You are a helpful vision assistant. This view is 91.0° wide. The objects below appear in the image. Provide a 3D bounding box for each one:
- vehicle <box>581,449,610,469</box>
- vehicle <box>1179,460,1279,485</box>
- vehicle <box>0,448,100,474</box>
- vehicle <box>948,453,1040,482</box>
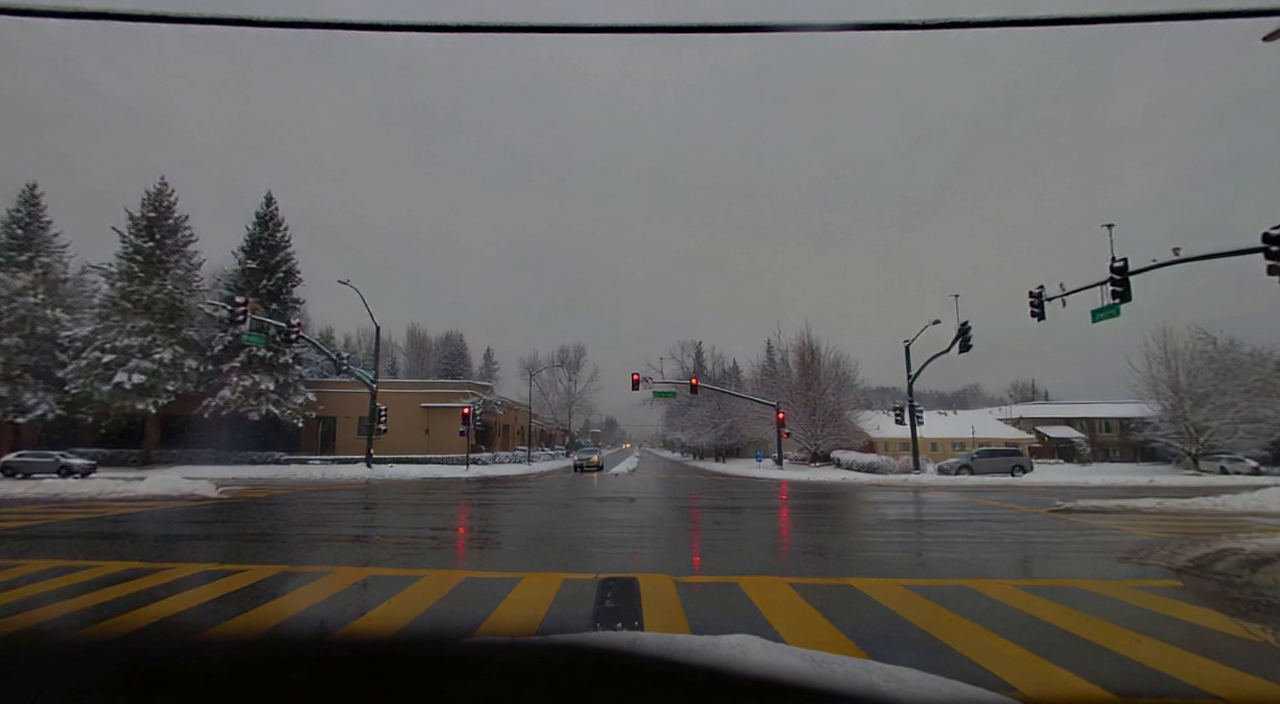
[{"bbox_3d":[-3.459,8.354,49.205,1.908,1.441,4.142,0,-8,1],"label":"vehicle"},{"bbox_3d":[36.201,7.314,38.305,4.976,1.428,1.929,0,-8,-2],"label":"vehicle"},{"bbox_3d":[-35.147,6.415,37.181,4.741,1.447,1.807,0,-9,0],"label":"vehicle"},{"bbox_3d":[21.088,6.877,37.592,4.447,1.623,1.801,0,-9,-3],"label":"vehicle"}]
